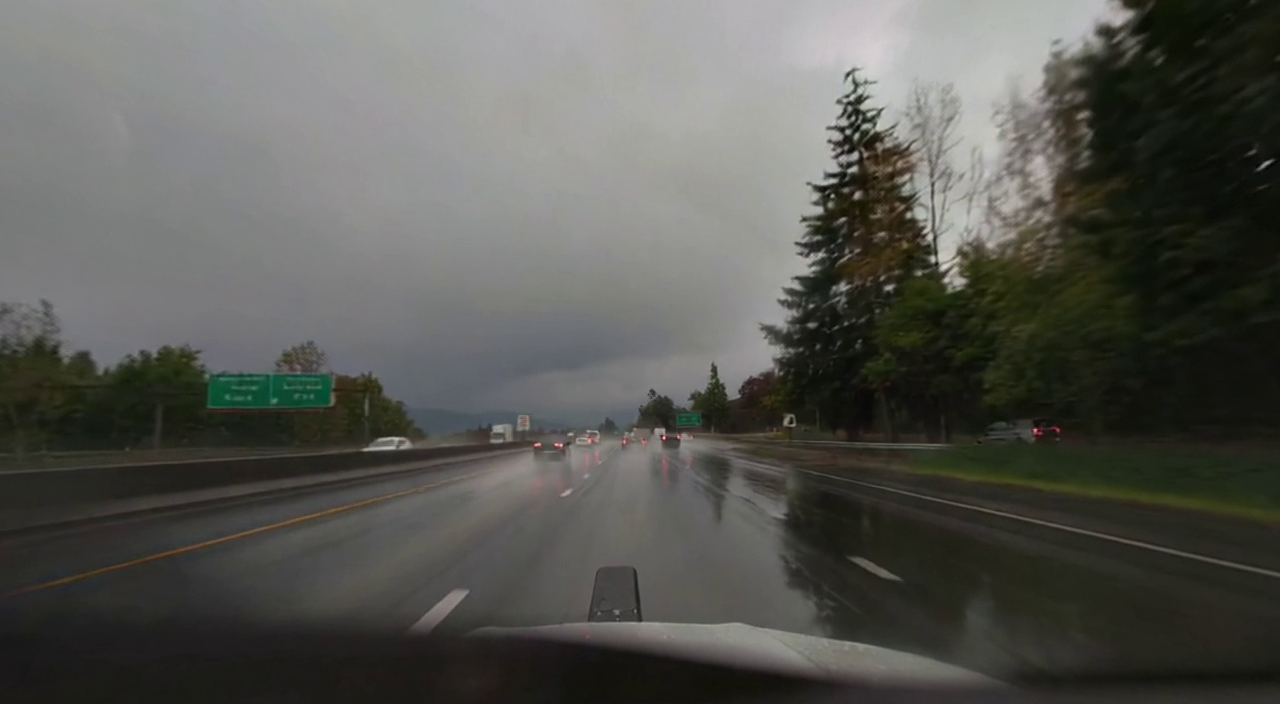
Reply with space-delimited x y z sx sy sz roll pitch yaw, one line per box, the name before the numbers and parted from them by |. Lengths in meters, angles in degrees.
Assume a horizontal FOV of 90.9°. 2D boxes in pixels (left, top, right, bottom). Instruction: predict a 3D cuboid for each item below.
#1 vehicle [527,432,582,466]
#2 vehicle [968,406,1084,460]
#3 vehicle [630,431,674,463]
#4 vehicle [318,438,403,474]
vehicle | -3.917 4.519 29.634 2.014 1.471 4.380 0 -8 -1
vehicle | 20.045 4.301 33.200 2.232 2.540 6.015 0 -8 -1
vehicle | 0.543 4.828 32.192 2.086 1.554 3.875 0 -8 -2
vehicle | -12.453 4.627 28.467 1.859 1.484 4.453 0 -8 -1
